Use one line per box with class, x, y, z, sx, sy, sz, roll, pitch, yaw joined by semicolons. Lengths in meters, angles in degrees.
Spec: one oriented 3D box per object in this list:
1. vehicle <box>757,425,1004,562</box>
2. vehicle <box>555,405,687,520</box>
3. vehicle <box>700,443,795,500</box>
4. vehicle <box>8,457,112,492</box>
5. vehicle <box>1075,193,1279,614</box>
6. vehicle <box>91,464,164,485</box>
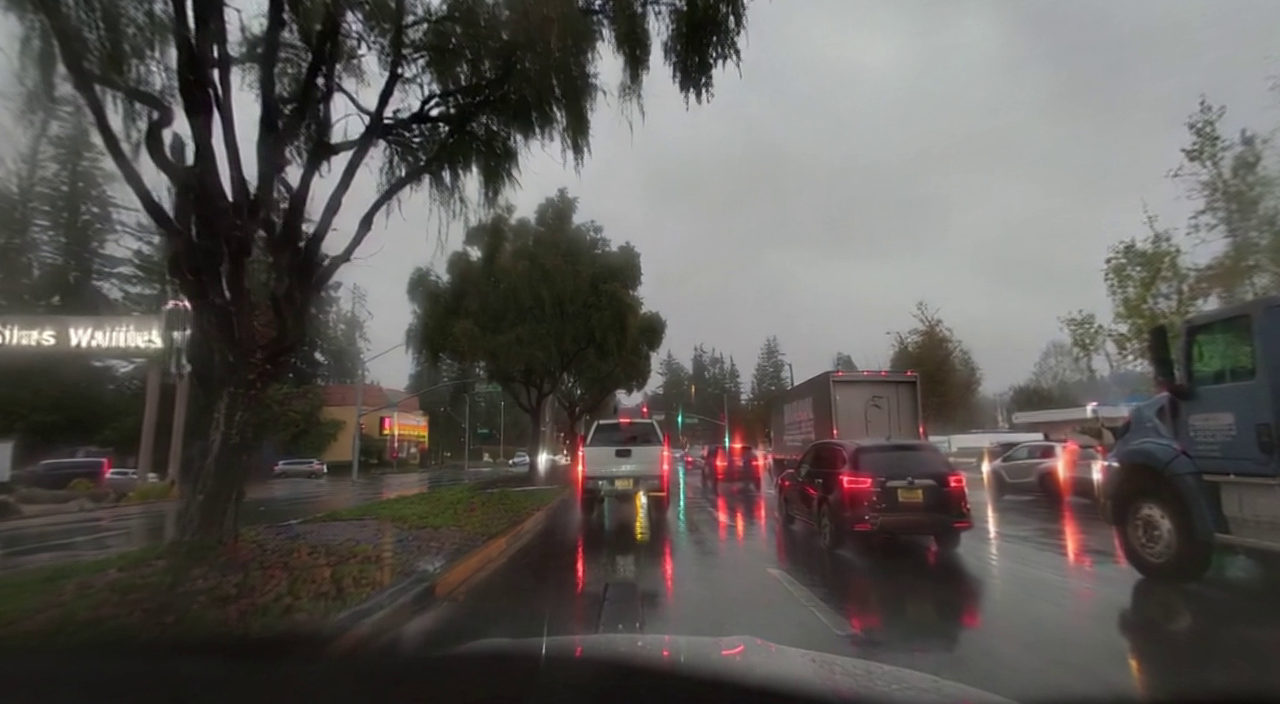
vehicle;3.274;2.044;9.933;1.905;1.587;4.998;0;-9;0
vehicle;-0.396;2.512;14.725;2.499;2.183;5.111;0;-9;-1
vehicle;3.028;3.472;18.774;1.922;1.483;4.436;0;-9;-2
vehicle;-28.599;6.038;31.334;1.730;1.534;3.922;1;-9;-7
vehicle;6.505;0.164;3.481;2.802;3.322;7.429;0;-9;0
vehicle;-38.102;9.115;46.997;4.150;1.474;1.826;-2;-9;10
